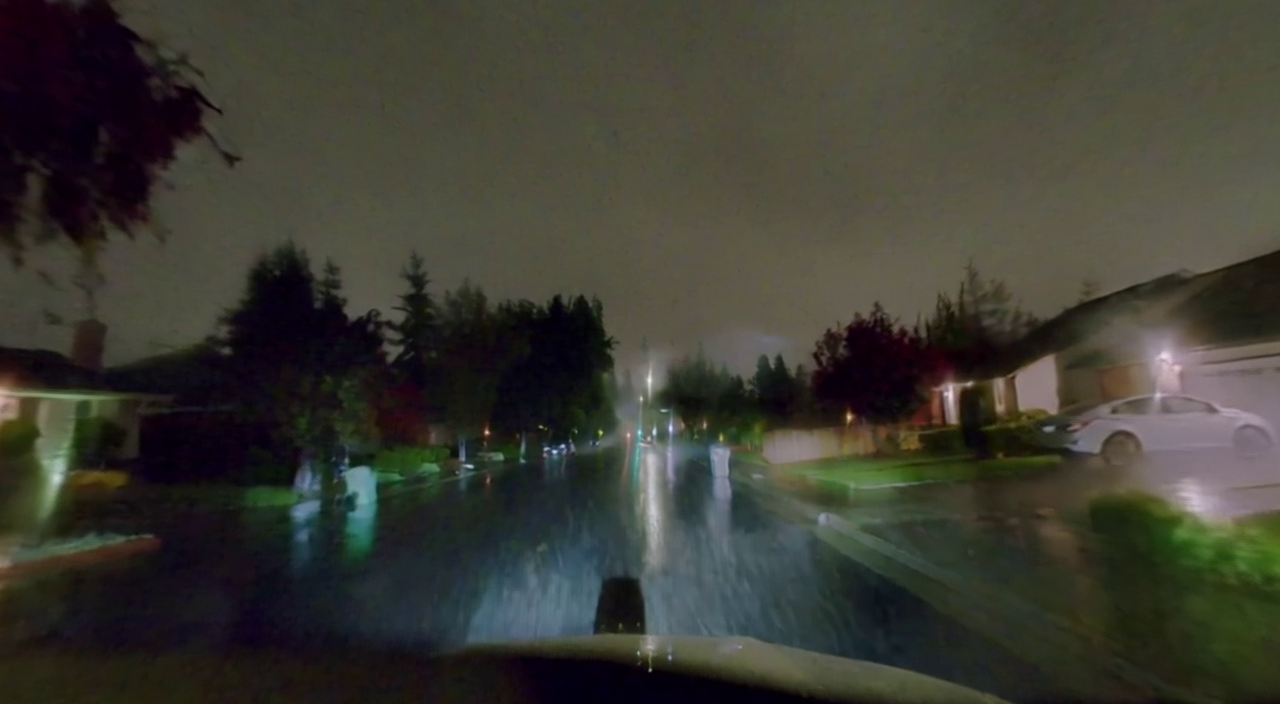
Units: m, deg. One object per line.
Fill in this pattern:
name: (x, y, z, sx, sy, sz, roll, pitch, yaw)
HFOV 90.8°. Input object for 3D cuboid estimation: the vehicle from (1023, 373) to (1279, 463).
vehicle: (11.269, 1.419, 13.412, 4.894, 1.616, 1.965, -2, -8, 2)
